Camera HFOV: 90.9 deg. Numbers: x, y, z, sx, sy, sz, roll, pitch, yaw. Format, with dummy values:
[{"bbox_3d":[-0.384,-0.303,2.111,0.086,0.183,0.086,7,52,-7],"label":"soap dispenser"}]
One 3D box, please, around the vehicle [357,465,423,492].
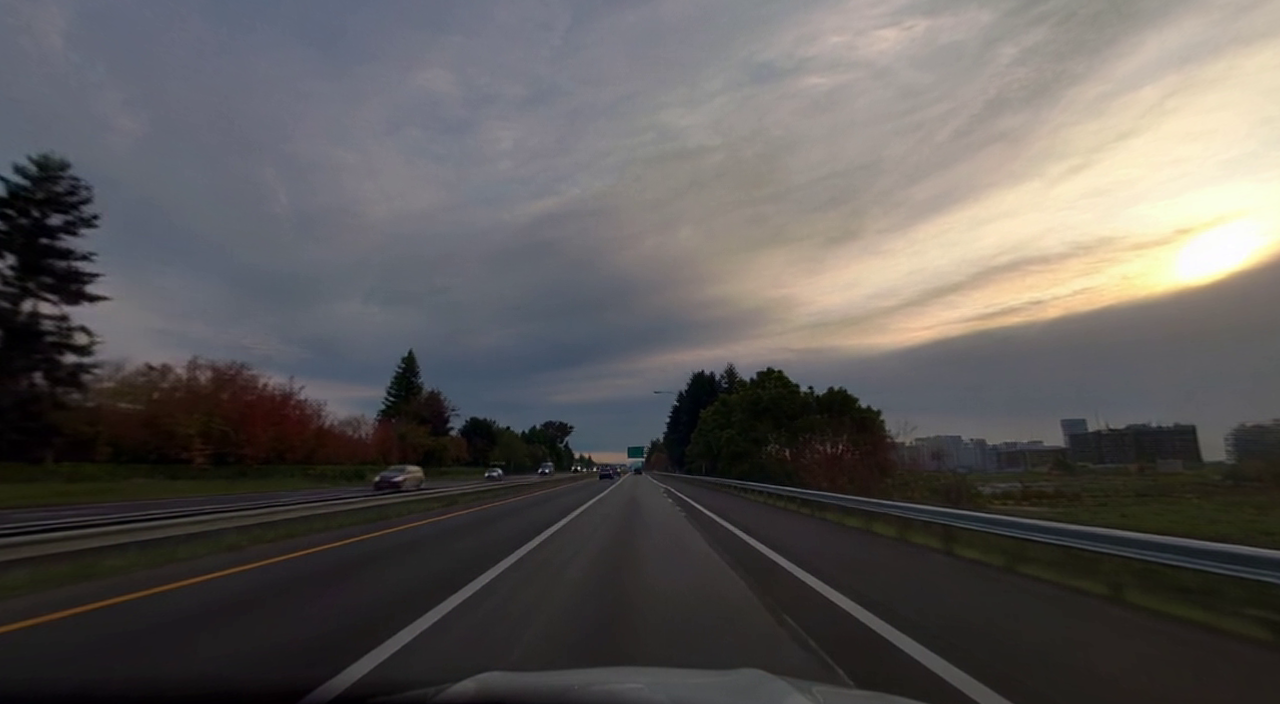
[{"bbox_3d":[-14.649,7.461,37.250,1.945,1.454,4.343,0,-11,2],"label":"vehicle"}]
